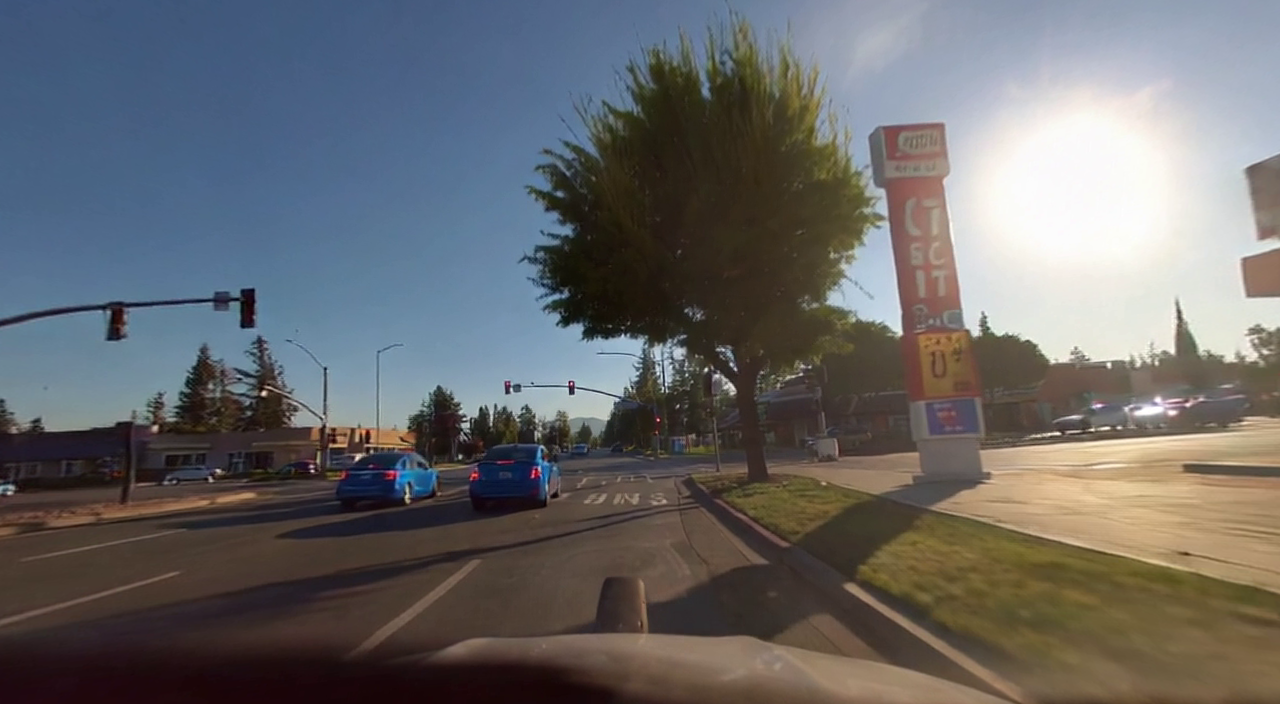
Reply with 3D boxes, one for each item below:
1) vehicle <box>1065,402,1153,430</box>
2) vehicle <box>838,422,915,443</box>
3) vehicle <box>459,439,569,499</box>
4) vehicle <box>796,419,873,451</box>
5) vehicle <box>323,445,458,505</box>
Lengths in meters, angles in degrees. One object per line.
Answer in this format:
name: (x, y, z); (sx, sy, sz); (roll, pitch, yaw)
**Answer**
vehicle: (33.849, 4.644, 45.690); (4.630, 1.824, 2.031); (0, -9, -1)
vehicle: (16.985, 5.819, 45.432); (4.712, 1.466, 1.962); (0, -9, -1)
vehicle: (-3.358, 3.262, 17.938); (2.054, 1.449, 4.772); (0, -9, 1)
vehicle: (12.941, 5.559, 42.213); (4.428, 1.501, 1.884); (-7, -9, -2)
vehicle: (-6.696, 3.348, 17.538); (1.966, 1.439, 4.161); (0, -9, 2)
